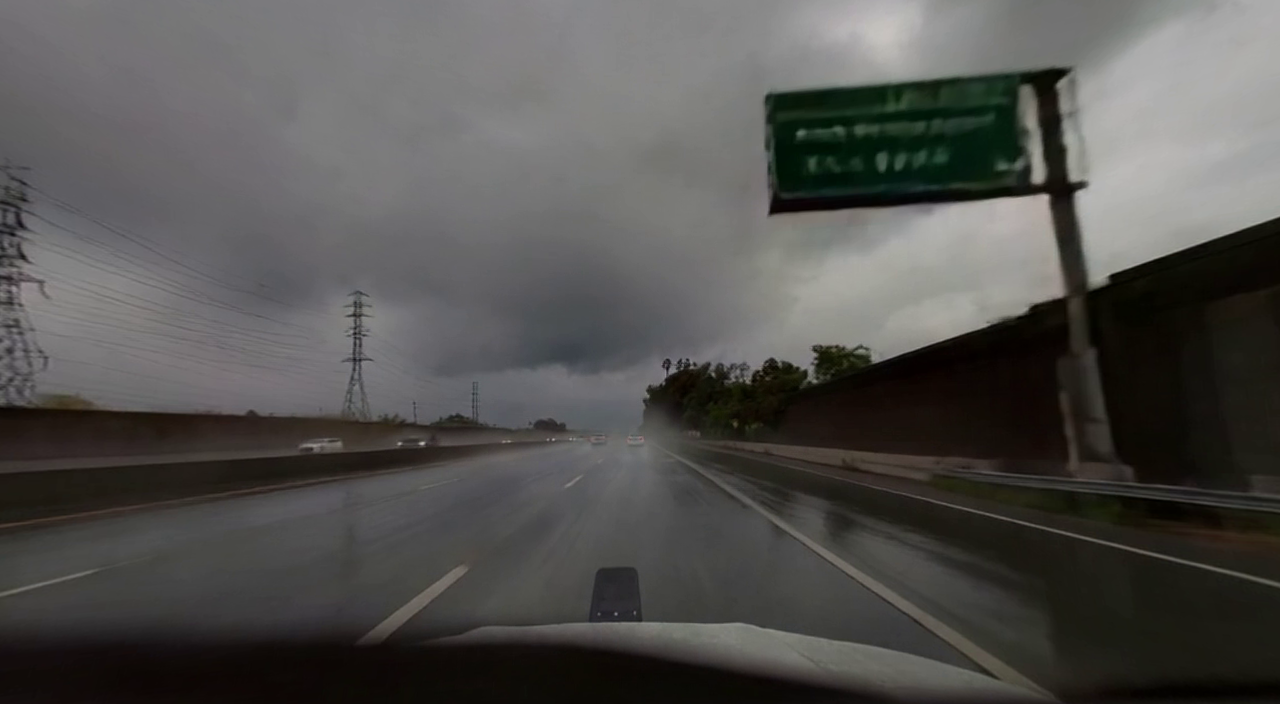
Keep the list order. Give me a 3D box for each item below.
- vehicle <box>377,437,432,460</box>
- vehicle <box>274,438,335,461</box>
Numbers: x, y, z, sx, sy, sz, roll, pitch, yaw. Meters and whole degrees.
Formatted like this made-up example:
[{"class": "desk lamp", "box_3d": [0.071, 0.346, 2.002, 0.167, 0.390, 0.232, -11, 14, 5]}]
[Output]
[{"class": "vehicle", "box_3d": [-15.355, 6.290, 41.353, 1.930, 1.419, 4.429, 0, -8, 0]}, {"class": "vehicle", "box_3d": [-23.109, 6.714, 43.516, 1.803, 1.477, 4.353, 0, -8, 0]}]
